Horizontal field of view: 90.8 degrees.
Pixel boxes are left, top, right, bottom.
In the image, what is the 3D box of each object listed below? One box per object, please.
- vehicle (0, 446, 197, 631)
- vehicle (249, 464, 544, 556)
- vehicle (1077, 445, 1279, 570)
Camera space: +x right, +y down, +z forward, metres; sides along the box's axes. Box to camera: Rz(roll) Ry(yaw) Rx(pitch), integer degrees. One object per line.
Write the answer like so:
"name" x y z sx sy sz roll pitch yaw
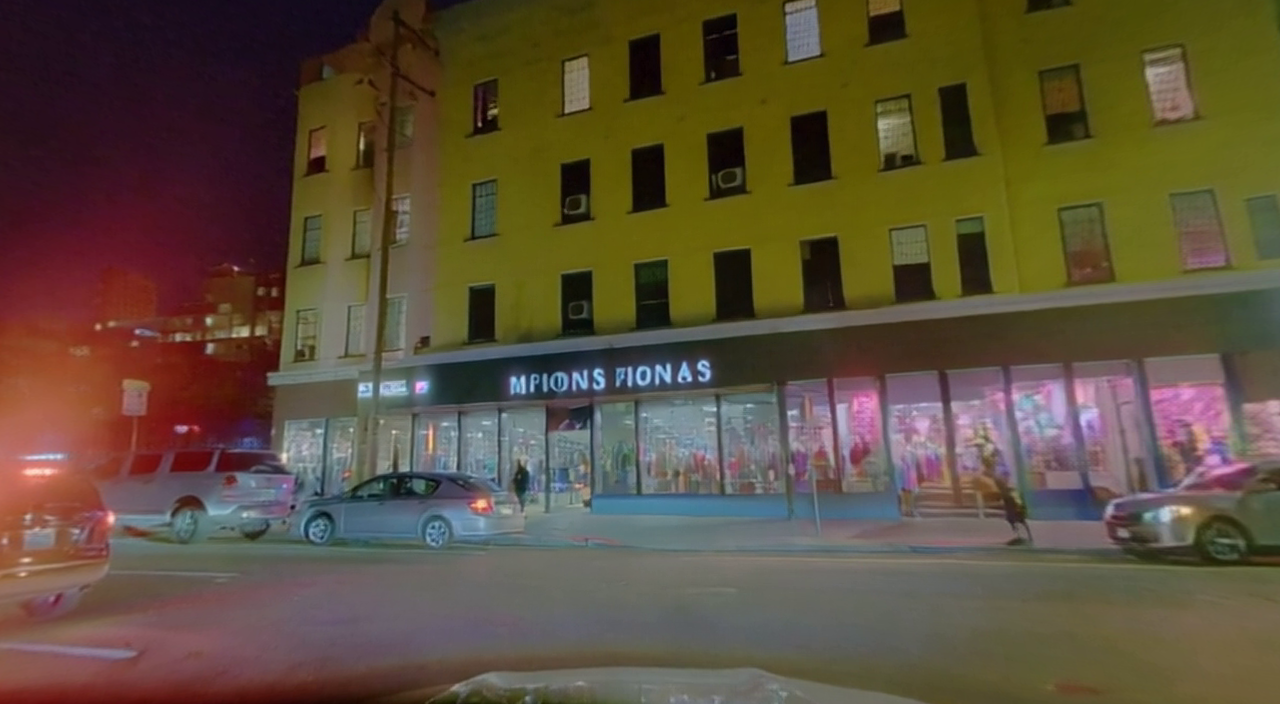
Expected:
"vehicle" -7.042 1.672 6.244 4.330 1.458 1.932 -2 -9 15
"vehicle" -4.403 2.833 11.744 4.830 1.421 1.826 -2 -9 11
"vehicle" 9.619 2.279 9.608 4.410 1.687 1.834 -2 -8 9
